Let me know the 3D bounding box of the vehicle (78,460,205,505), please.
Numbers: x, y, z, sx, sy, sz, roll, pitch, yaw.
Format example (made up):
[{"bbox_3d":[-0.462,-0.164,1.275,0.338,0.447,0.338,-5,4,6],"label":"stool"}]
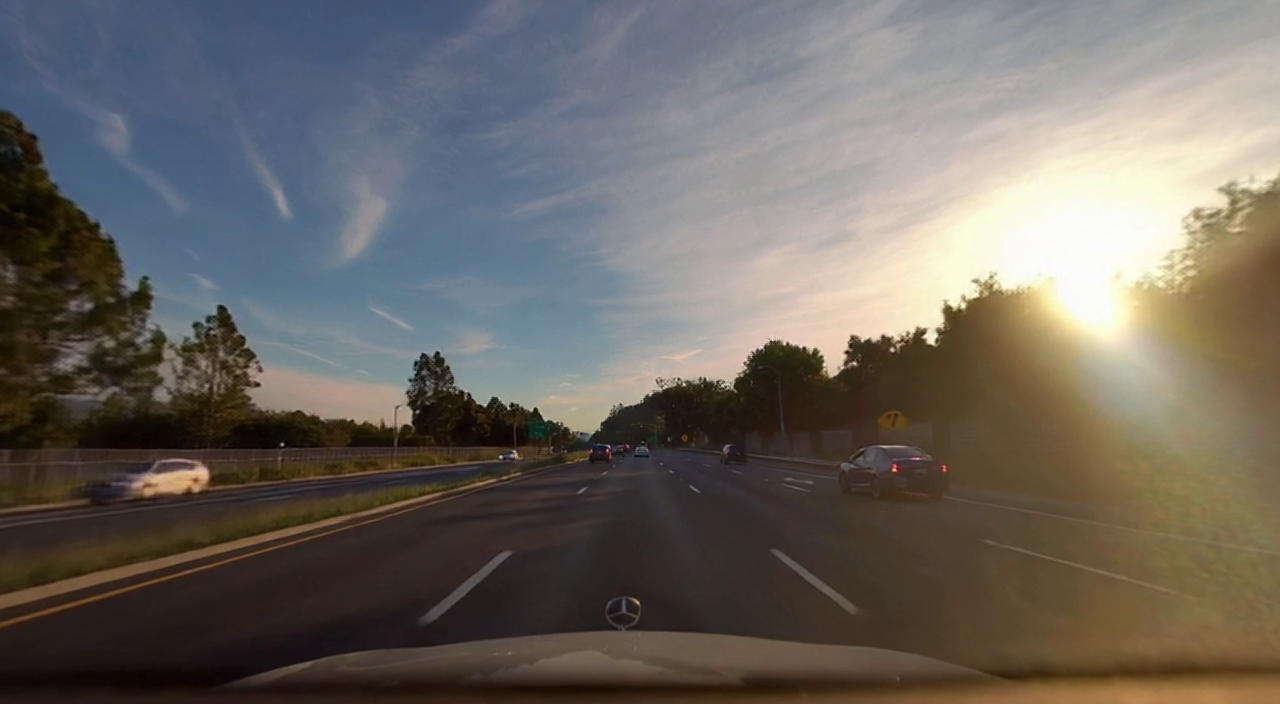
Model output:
[{"bbox_3d":[-19.716,5.159,25.257,1.797,1.528,3.941,0,-8,1],"label":"vehicle"}]

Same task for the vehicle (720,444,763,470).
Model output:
[{"bbox_3d":[6.576,6.849,41.493,1.987,1.597,4.463,0,-8,-2],"label":"vehicle"}]

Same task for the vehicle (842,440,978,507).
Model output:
[{"bbox_3d":[6.806,3.061,16.386,1.838,1.518,3.713,0,-8,-1],"label":"vehicle"}]
